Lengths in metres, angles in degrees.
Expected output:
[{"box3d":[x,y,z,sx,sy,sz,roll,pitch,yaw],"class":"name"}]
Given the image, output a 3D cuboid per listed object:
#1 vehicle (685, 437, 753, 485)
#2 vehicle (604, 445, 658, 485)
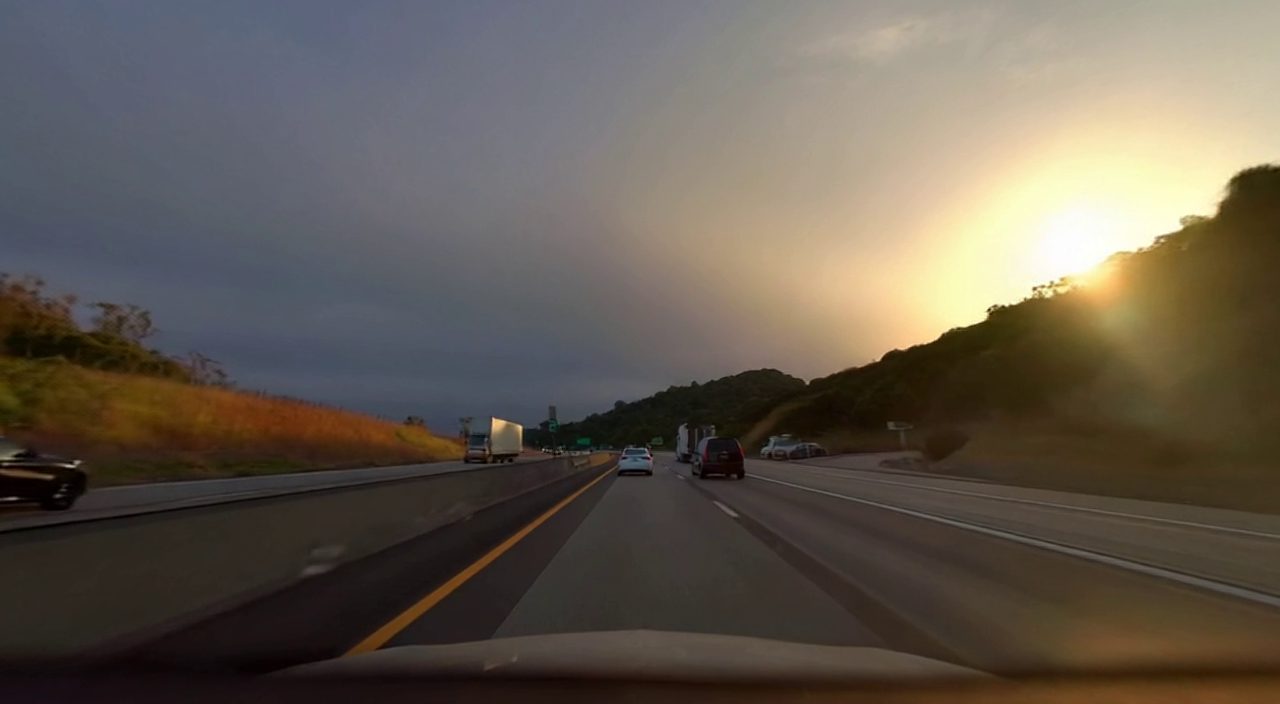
[{"box3d":[3.033,4.280,25.051,2.048,1.704,4.284,0,-9,-1],"class":"vehicle"},{"box3d":[-0.340,4.419,24.932,1.970,1.441,3.846,0,-9,-1],"class":"vehicle"}]
